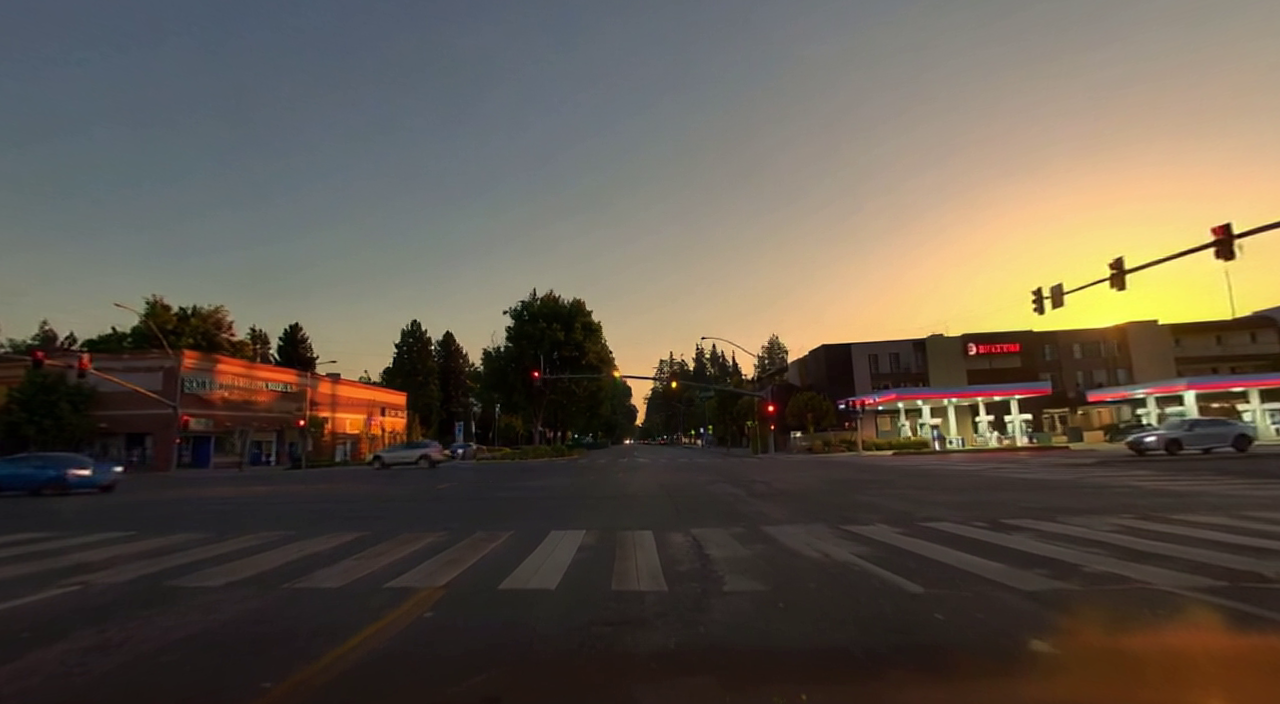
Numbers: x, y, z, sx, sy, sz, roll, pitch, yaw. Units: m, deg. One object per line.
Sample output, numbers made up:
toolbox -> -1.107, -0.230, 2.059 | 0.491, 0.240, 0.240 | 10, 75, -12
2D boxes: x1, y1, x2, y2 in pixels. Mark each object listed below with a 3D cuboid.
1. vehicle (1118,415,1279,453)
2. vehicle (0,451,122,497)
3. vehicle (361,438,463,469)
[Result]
vehicle -> 22.801, 3.392, 25.808 | 4.696, 1.483, 1.898 | -1, -8, 3
vehicle -> -21.951, 4.453, 22.996 | 4.488, 1.463, 1.888 | -3, -9, 3
vehicle -> -14.705, 6.575, 40.831 | 5.789, 1.893, 2.169 | -1, -8, 4
